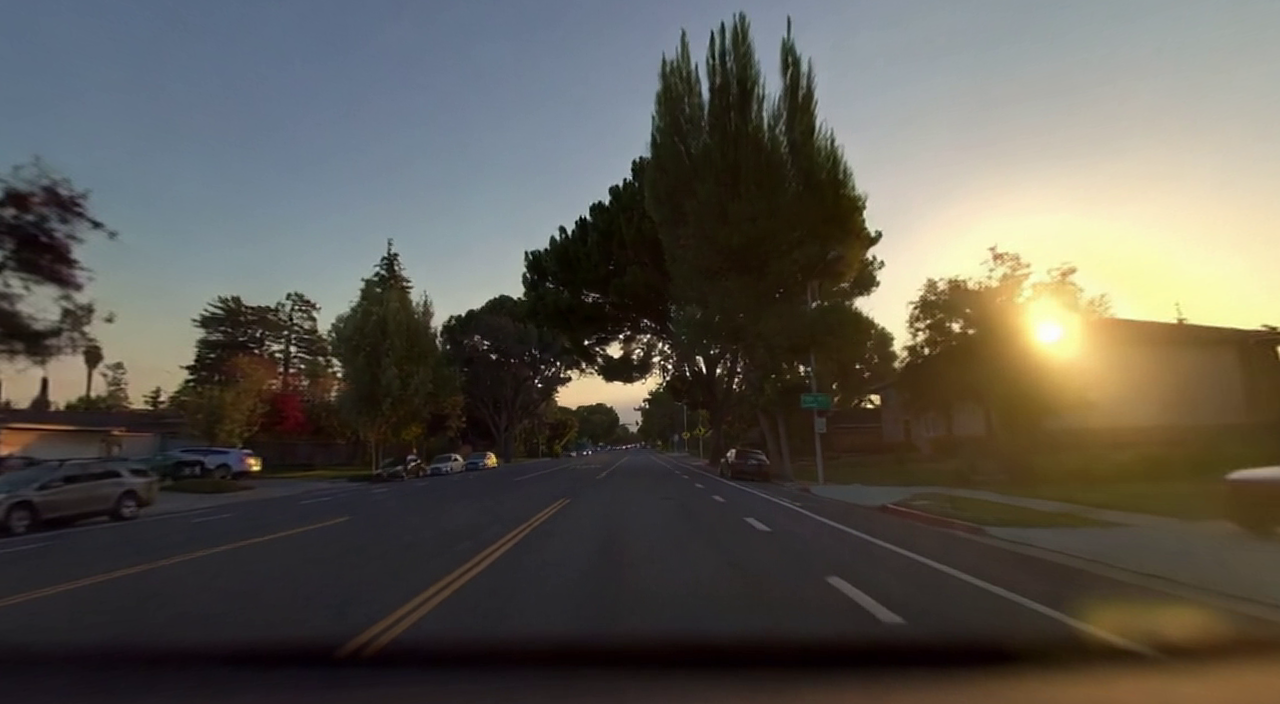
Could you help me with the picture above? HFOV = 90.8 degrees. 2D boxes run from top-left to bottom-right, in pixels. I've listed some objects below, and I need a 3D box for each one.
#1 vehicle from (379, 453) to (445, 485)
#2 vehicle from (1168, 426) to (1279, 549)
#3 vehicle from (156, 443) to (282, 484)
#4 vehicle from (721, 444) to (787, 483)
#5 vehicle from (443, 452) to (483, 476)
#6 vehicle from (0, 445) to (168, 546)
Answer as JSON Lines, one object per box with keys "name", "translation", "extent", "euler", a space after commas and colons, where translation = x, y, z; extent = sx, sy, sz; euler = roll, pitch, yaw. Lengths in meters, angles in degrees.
{"name": "vehicle", "translation": [-12.311, 6.318, 34.413], "extent": [1.940, 1.452, 4.485], "euler": [-3, -9, 1]}
{"name": "vehicle", "translation": [10.163, 1.758, 8.378], "extent": [4.501, 1.502, 1.975], "euler": [0, -9, 0]}
{"name": "vehicle", "translation": [-19.966, 5.292, 30.146], "extent": [4.461, 1.886, 2.072], "euler": [0, -8, -1]}
{"name": "vehicle", "translation": [4.699, 4.668, 26.821], "extent": [1.925, 1.482, 4.746], "euler": [0, -9, 0]}
{"name": "vehicle", "translation": [-12.647, 8.009, 45.366], "extent": [1.775, 1.516, 4.304], "euler": [-3, -8, -1]}
{"name": "vehicle", "translation": [-12.634, 2.932, 13.279], "extent": [2.049, 1.782, 4.460], "euler": [-4, -8, 0]}
